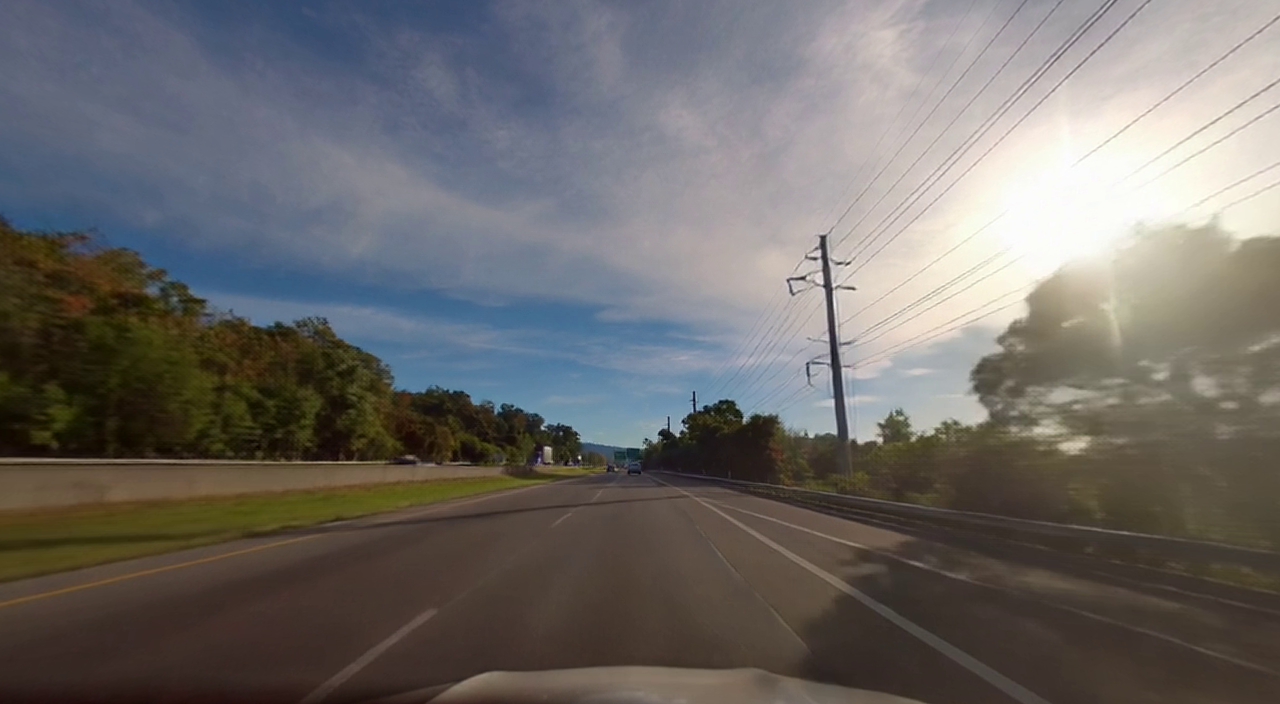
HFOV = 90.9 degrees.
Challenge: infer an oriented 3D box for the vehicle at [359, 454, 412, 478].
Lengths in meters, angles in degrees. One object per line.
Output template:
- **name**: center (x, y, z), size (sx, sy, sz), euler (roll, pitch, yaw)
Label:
- **vehicle**: center (-16.660, 7.510, 41.459), size (1.859, 1.483, 3.979), euler (1, -11, -1)
